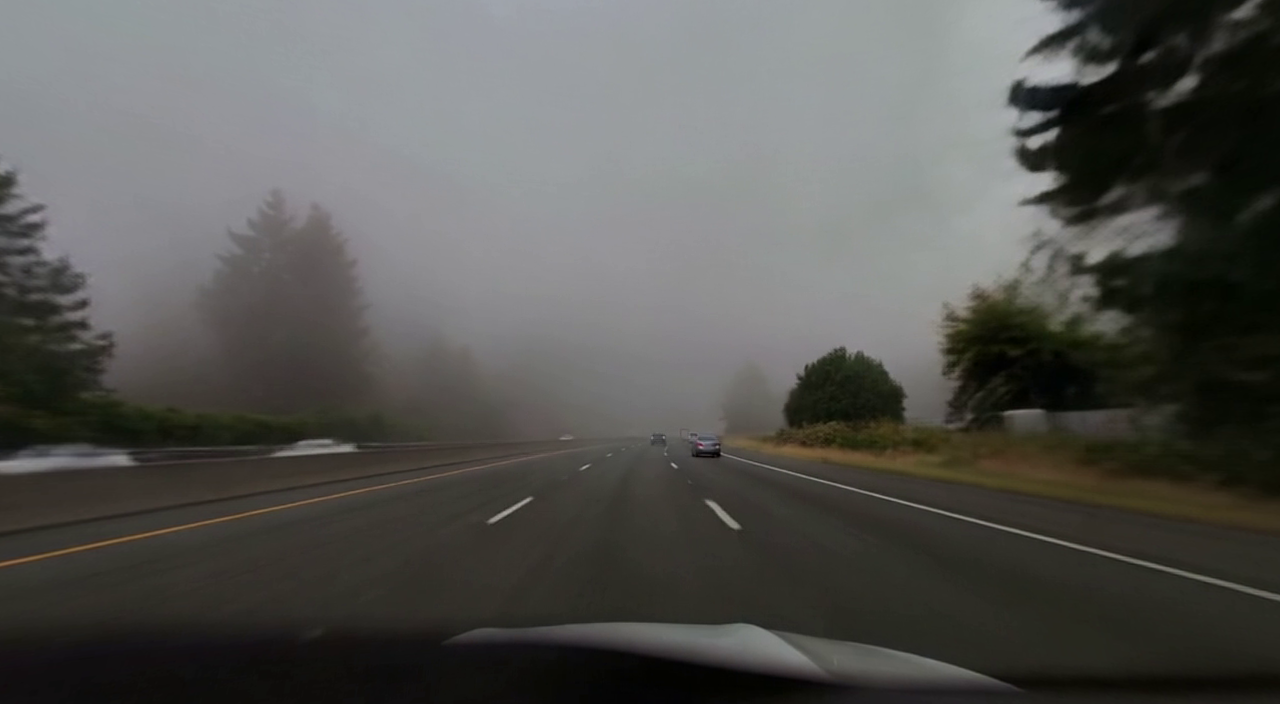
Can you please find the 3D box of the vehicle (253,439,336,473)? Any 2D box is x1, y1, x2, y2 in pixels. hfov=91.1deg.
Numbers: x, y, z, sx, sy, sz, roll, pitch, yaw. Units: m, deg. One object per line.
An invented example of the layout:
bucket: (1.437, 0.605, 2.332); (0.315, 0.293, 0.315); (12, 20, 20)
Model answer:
vehicle: (-16.305, 4.875, 29.889); (1.772, 1.478, 3.750); (0, -8, 0)

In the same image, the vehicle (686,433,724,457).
vehicle: (4.126, 5.985, 40.572); (1.982, 1.452, 4.294); (0, -8, 0)
